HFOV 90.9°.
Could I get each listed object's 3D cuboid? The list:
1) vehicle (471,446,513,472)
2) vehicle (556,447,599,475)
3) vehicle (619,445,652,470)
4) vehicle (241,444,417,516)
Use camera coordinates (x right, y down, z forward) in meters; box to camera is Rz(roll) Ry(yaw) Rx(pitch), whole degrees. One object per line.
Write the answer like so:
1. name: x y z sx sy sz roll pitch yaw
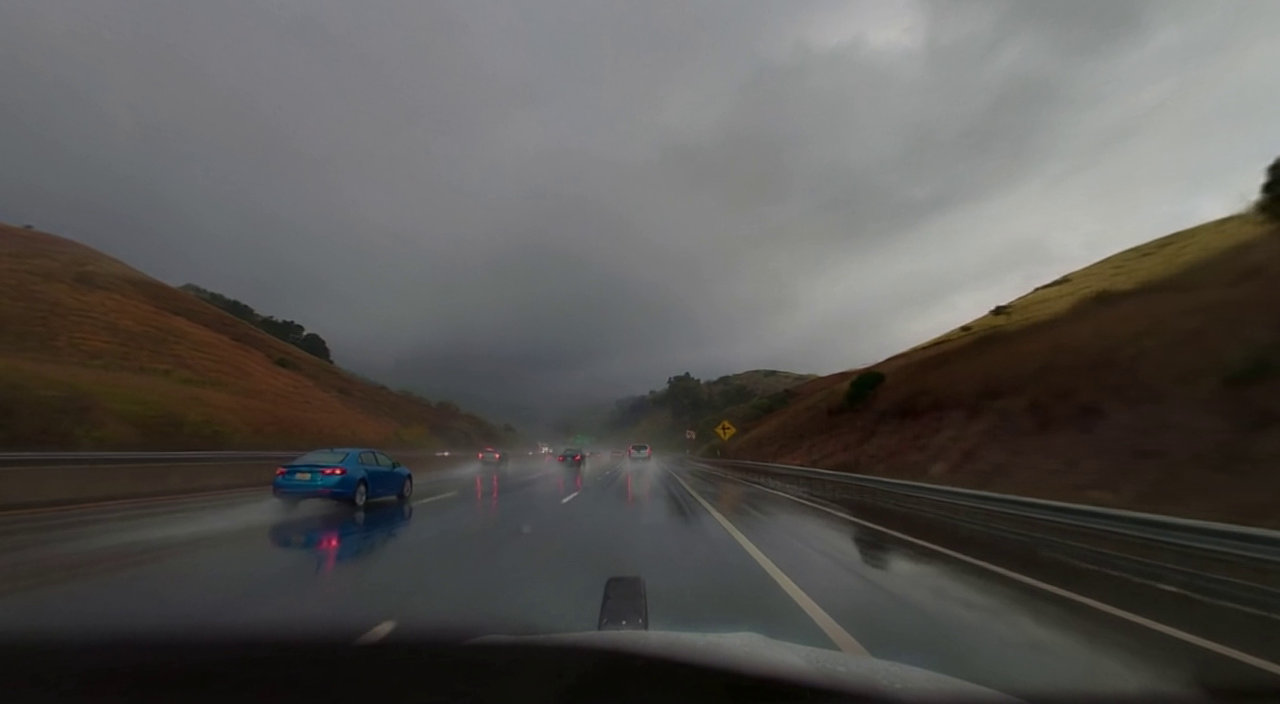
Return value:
1. vehicle: -11.020 7.970 47.246 2.025 1.750 4.505 0 -8 1
2. vehicle: -3.686 6.493 37.915 2.144 1.505 4.649 0 -8 0
3. vehicle: -0.337 7.324 44.076 2.225 1.674 4.044 0 -8 -1
4. vehicle: -7.119 2.932 15.063 1.991 1.441 4.265 0 -8 1
